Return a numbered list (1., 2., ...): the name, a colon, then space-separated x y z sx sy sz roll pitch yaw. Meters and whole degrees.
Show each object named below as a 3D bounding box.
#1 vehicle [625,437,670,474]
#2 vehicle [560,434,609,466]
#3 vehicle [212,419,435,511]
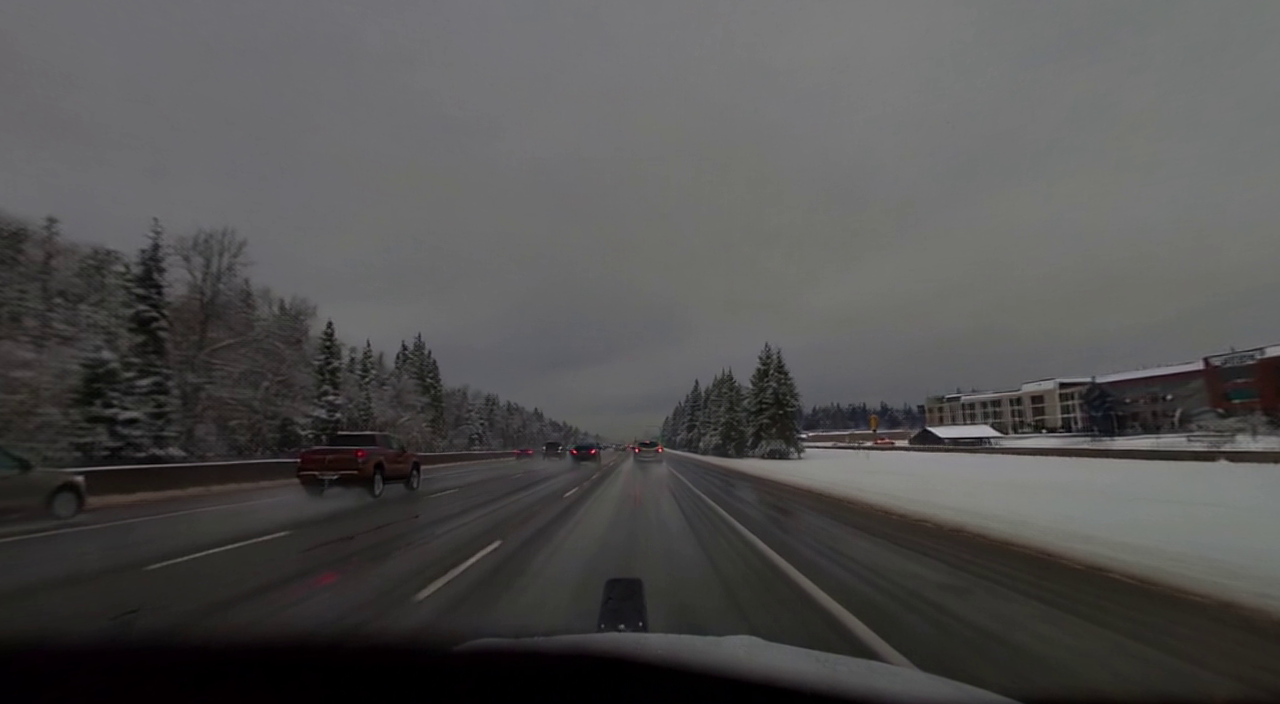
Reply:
1. vehicle: 0.329 5.216 31.999 2.135 1.697 4.757 0 -8 0
2. vehicle: -3.687 6.704 43.410 2.751 2.050 5.761 0 -8 1
3. vehicle: -7.594 2.791 16.207 2.521 1.901 5.988 0 -8 1
